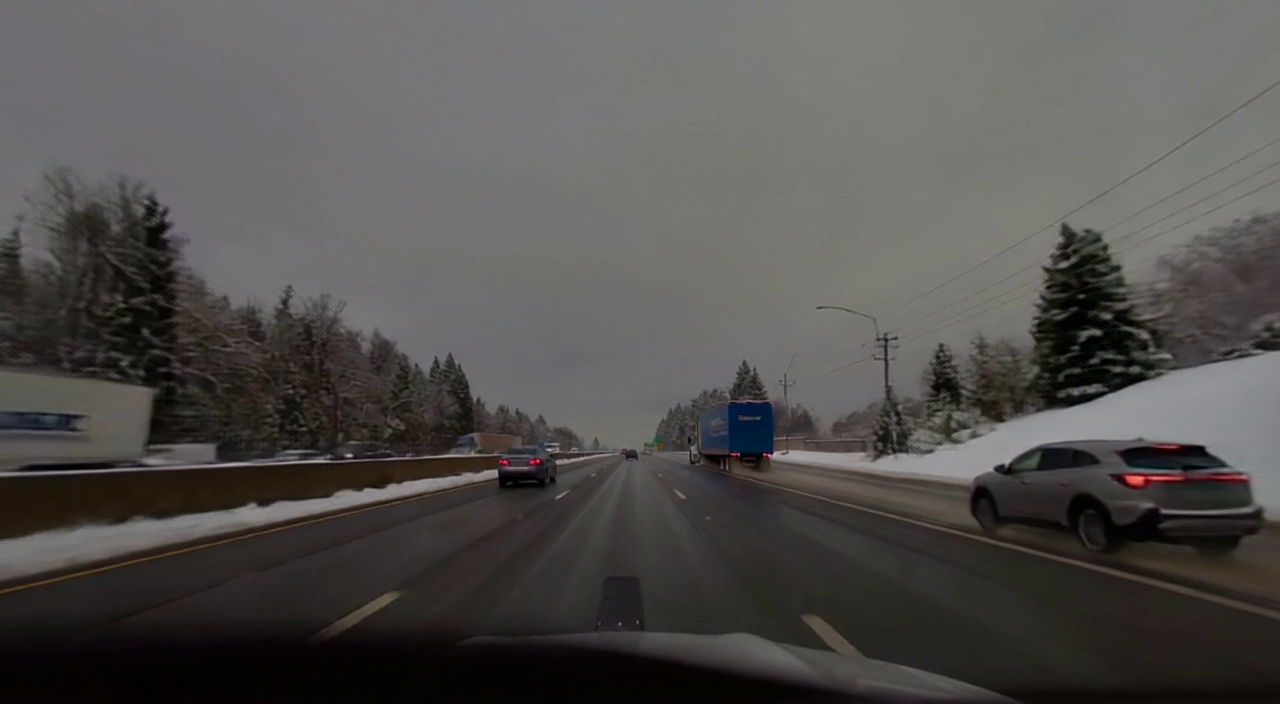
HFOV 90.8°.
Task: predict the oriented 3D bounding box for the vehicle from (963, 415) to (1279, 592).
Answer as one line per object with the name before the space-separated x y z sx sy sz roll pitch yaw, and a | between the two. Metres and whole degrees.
vehicle | 6.395 1.767 8.222 1.991 1.647 4.409 0 -9 -1

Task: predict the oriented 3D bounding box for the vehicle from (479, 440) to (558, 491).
vehicle | -4.248 4.042 22.821 2.027 1.651 4.099 0 -9 0

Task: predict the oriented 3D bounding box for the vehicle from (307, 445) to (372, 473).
vehicle | -17.527 6.248 37.032 1.975 1.557 3.814 0 -9 -1

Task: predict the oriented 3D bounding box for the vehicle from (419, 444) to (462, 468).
vehicle | -13.527 7.084 43.103 1.734 1.554 3.743 0 -9 -1

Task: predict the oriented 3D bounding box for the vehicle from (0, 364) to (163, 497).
vehicle | -20.572 2.193 17.888 2.870 3.936 14.771 0 -9 -1

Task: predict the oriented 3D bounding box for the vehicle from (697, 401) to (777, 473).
vehicle | 6.465 6.219 45.292 2.919 4.195 15.833 0 -9 -1
